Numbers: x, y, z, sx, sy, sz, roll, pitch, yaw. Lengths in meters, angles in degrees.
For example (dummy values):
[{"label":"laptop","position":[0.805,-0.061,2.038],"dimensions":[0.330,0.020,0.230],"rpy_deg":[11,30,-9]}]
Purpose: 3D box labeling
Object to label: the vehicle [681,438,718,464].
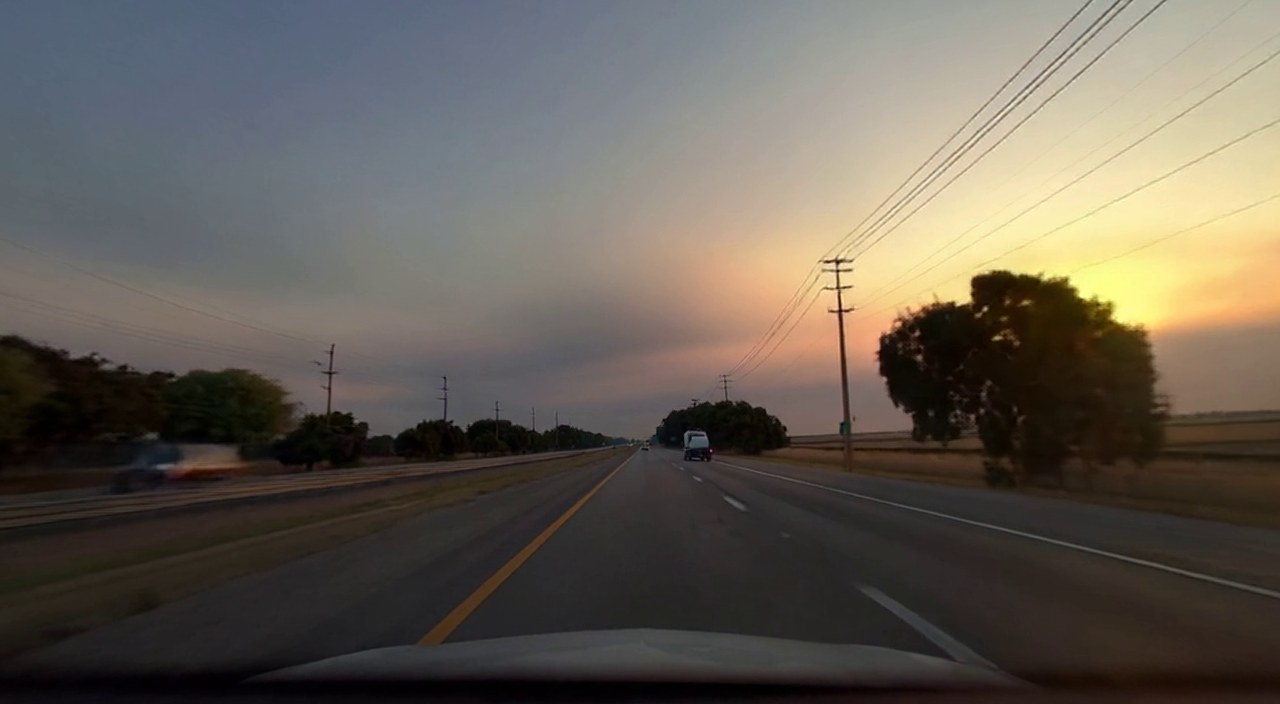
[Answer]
[{"label":"vehicle","position":[4.510,7.639,48.480],"dimensions":[2.228,1.852,5.449],"rpy_deg":[0,-8,-1]}]
